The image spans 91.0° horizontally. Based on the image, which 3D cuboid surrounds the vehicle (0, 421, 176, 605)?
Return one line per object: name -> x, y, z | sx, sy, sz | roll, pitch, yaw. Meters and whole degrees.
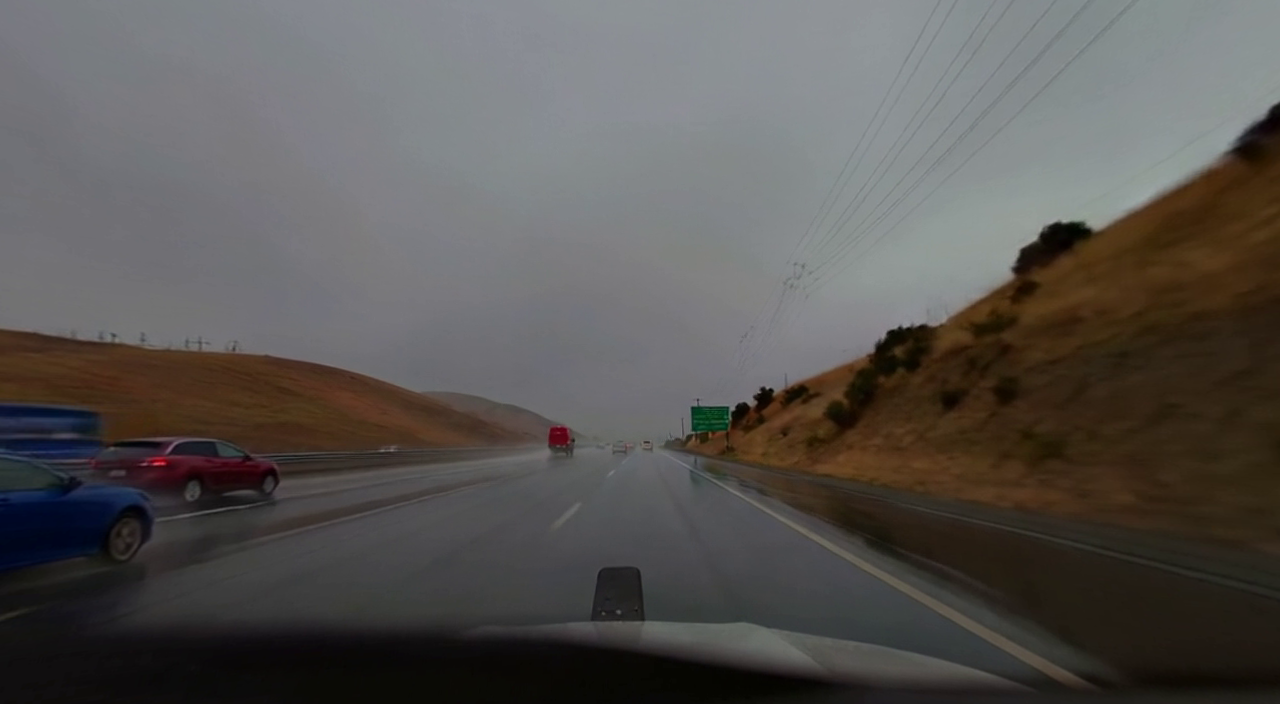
vehicle -> -6.164, 1.216, 4.567 | 1.955, 1.469, 4.554 | 0, -9, 3
